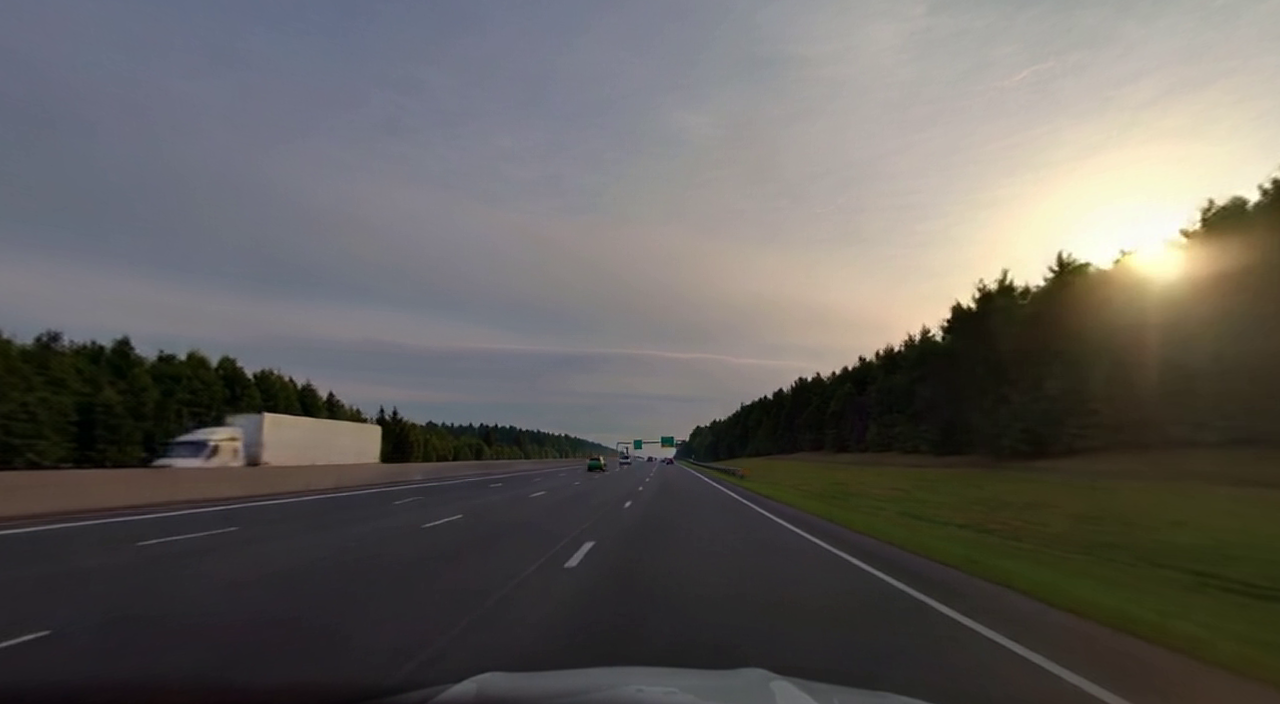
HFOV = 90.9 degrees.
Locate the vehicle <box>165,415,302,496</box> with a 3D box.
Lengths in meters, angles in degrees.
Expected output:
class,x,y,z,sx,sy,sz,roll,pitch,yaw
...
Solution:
class,x,y,z,sx,sy,sz,roll,pitch,yaw
vehicle,-20.951,5.398,32.972,2.894,3.817,5.897,-1,-9,2
